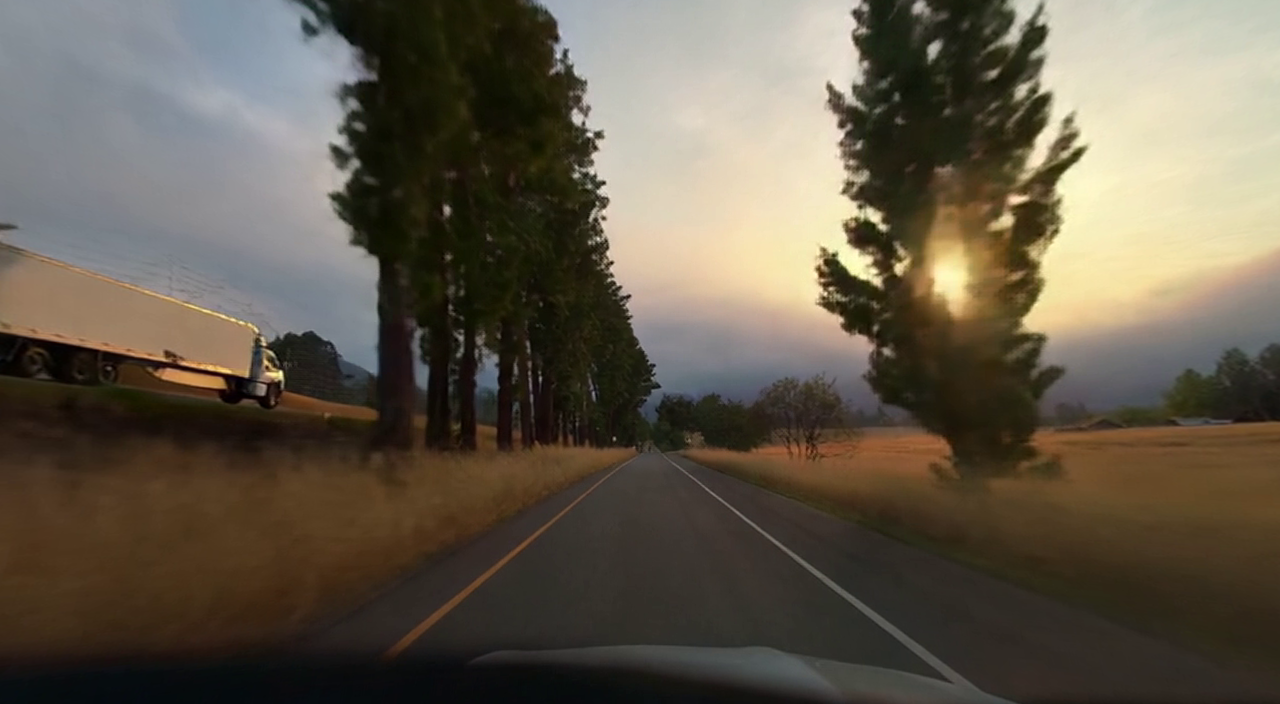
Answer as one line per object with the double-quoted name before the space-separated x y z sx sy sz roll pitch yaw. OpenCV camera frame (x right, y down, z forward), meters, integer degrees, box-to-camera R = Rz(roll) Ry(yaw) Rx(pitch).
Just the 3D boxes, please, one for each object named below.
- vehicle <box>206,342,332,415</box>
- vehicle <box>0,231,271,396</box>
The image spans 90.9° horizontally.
"vehicle" -24.070 1.878 41.640 3.022 4.324 8.607 -1 -4 1
"vehicle" -25.266 -0.962 31.138 3.314 4.163 16.558 -1 -11 3
